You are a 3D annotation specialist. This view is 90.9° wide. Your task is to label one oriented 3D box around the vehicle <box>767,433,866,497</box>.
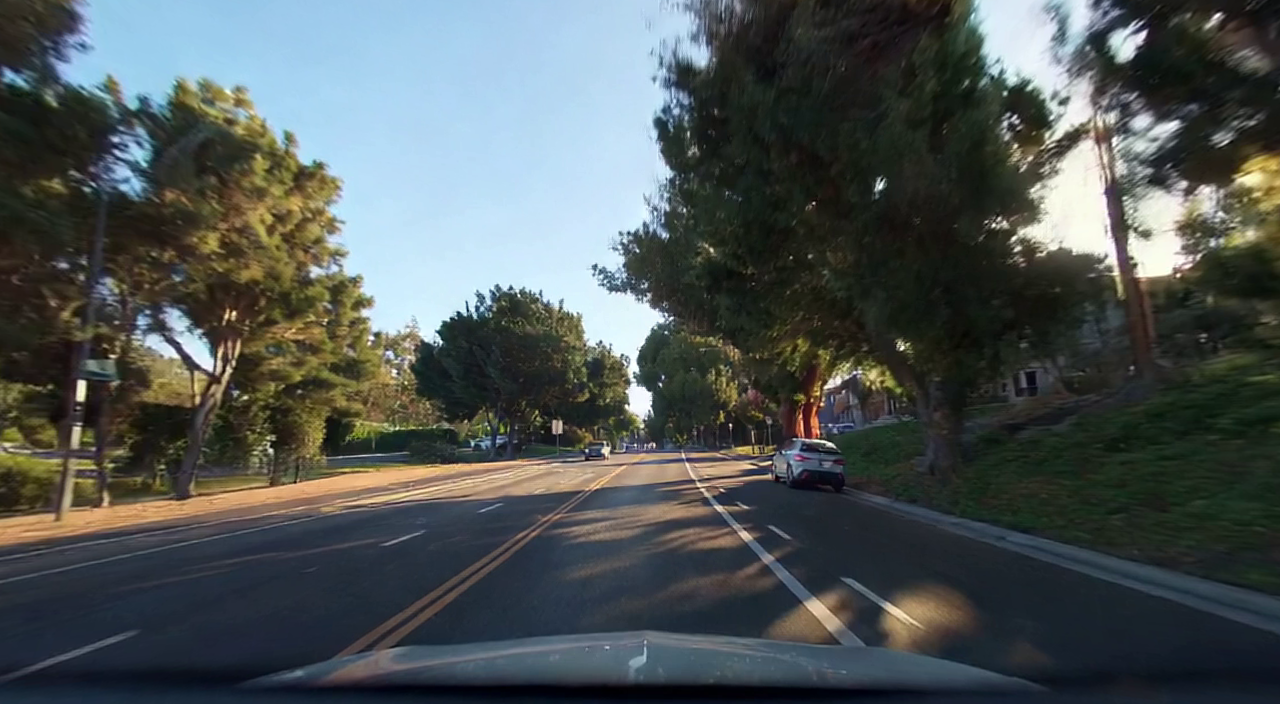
[{"bbox_3d":[5.497,3.555,20.180,2.068,1.688,4.442,3,-9,3],"label":"vehicle"}]
